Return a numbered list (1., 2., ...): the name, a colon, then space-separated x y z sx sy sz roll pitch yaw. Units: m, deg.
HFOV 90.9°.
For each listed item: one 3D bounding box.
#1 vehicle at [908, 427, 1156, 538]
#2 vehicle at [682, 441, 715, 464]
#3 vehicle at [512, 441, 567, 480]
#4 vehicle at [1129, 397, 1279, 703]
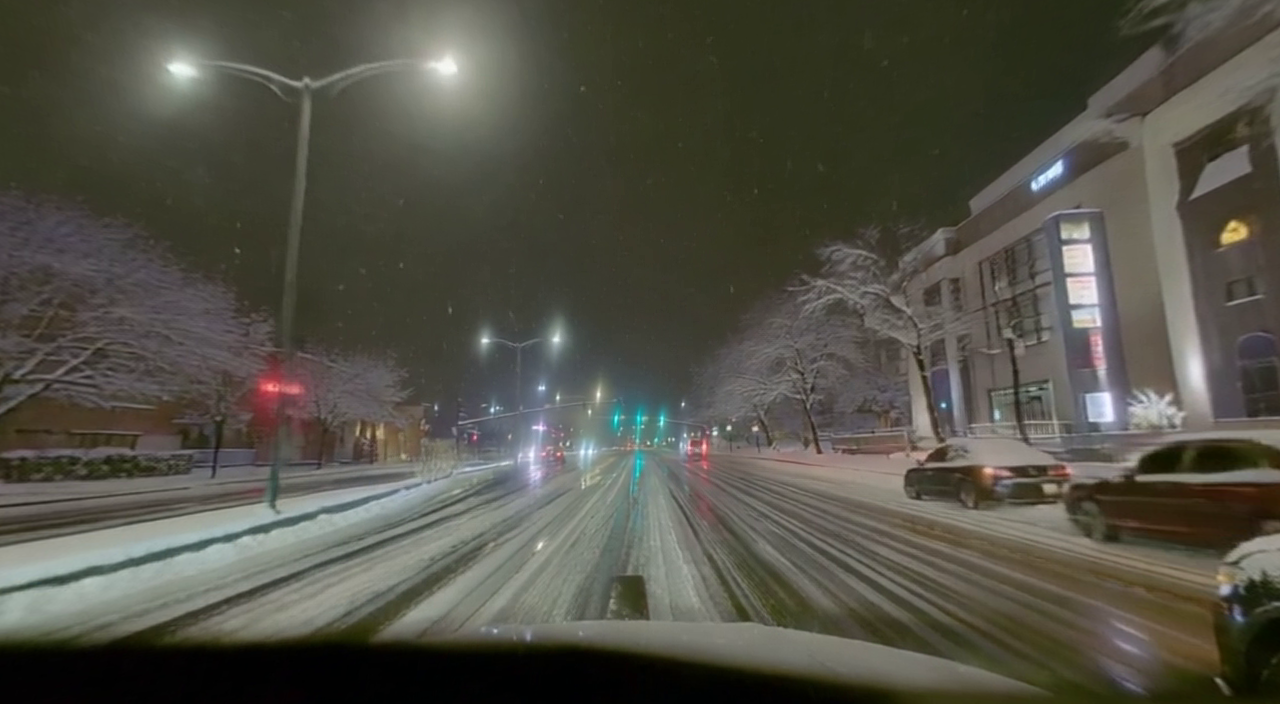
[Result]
1. vehicle: 7.243 2.430 12.402 1.928 1.729 4.619 0 -9 1
2. vehicle: 4.407 7.691 48.308 2.007 1.683 4.171 0 -9 -1
3. vehicle: -4.262 4.655 27.315 1.917 1.511 4.436 0 -9 -3
4. vehicle: 3.446 0.685 0.829 1.981 1.499 4.536 0 -9 1
